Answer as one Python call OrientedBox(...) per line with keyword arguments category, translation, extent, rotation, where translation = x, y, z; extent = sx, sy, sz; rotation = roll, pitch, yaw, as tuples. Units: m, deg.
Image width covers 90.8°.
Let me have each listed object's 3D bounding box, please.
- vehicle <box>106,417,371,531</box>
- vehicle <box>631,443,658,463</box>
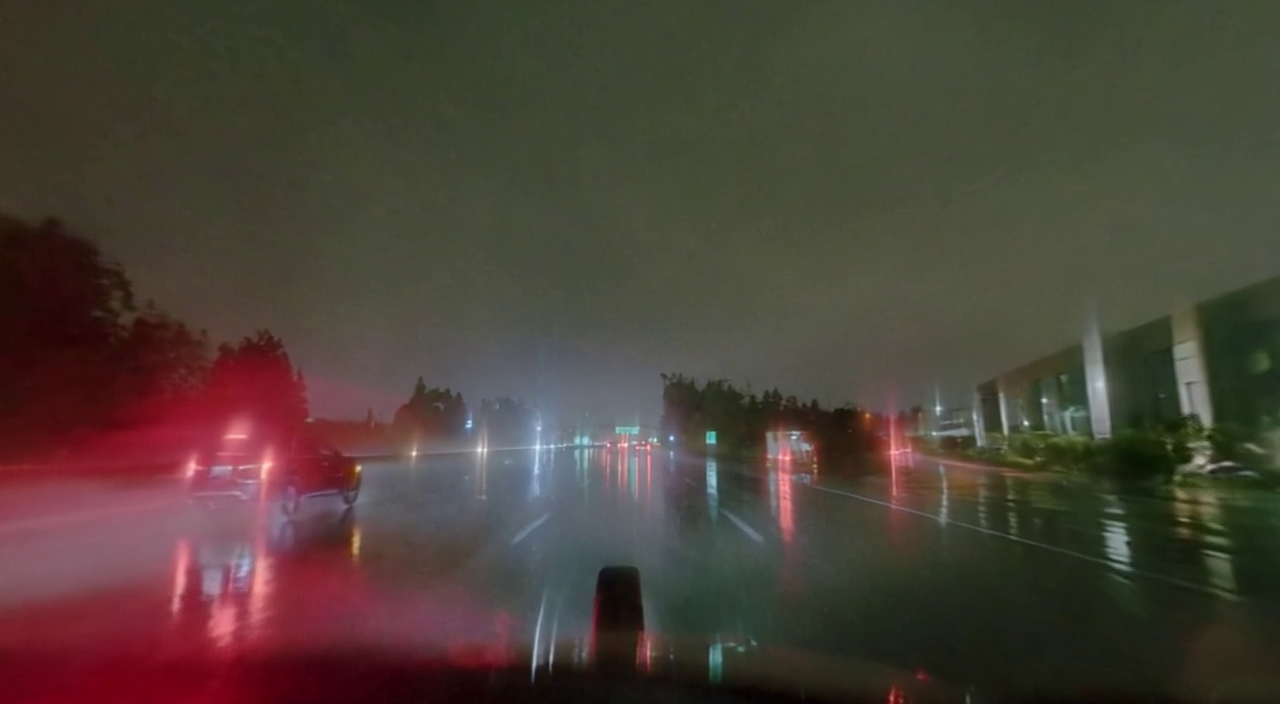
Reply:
OrientedBox(category="vehicle", translation=(-7.432, 2.294, 12.507), extent=(2.032, 1.808, 4.776), rotation=(0, -8, 1))
OrientedBox(category="vehicle", translation=(0.295, 7.852, 49.216), extent=(2.021, 1.528, 4.154), rotation=(0, -8, -1))
